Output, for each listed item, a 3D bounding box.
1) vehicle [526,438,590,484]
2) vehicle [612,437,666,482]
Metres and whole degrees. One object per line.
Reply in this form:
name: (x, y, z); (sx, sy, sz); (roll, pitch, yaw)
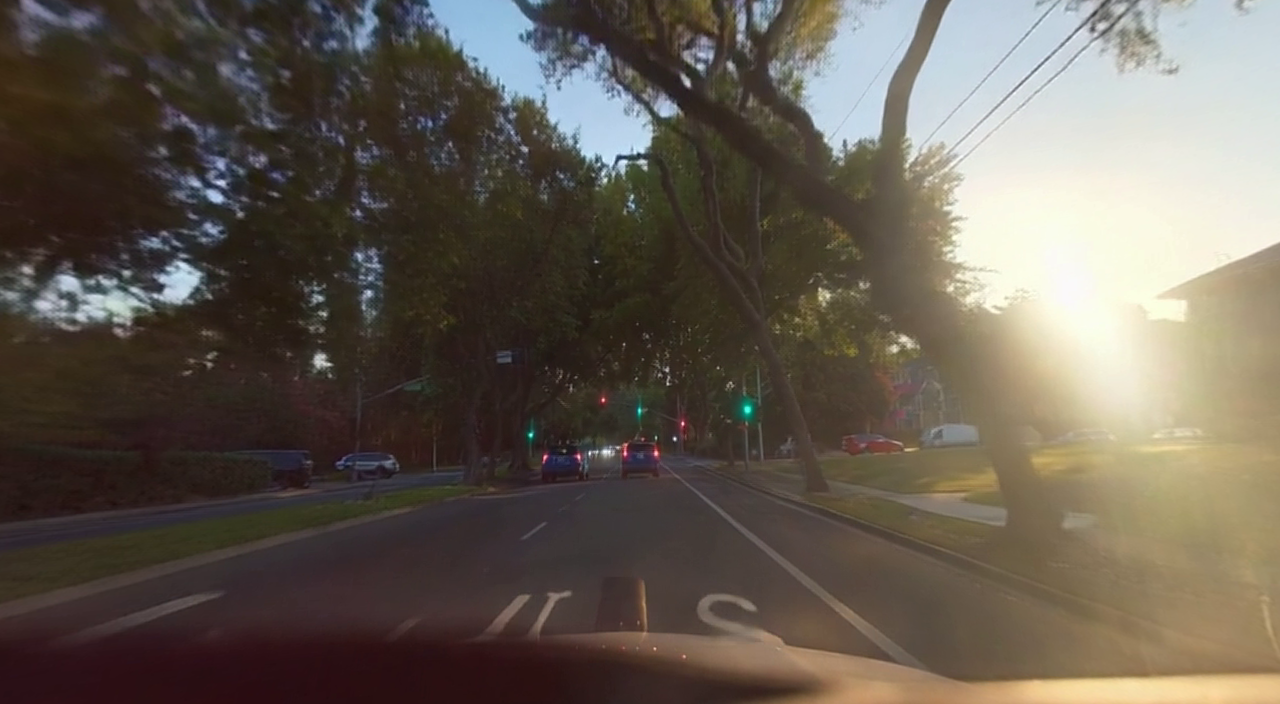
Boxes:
vehicle: (-3.299, 4.506, 26.383); (2.097, 1.755, 4.336); (0, -9, 0)
vehicle: (-0.094, 4.562, 27.082); (2.088, 1.735, 4.801); (0, -9, -1)
